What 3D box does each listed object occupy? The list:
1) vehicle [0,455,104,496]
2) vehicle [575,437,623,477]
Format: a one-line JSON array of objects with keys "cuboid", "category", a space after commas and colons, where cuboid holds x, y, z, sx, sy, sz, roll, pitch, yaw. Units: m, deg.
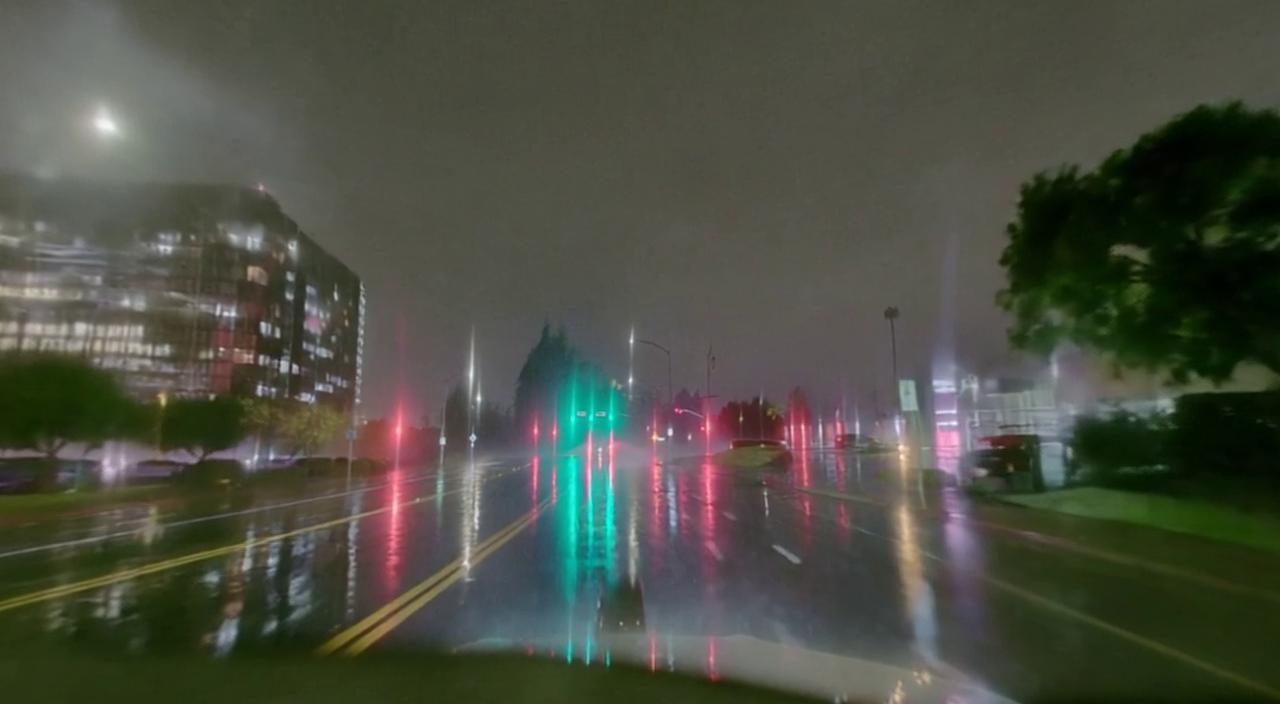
[{"cuboid": [-25.896, 5.198, 26.876, 1.876, 1.503, 4.910, 0, -8, 0], "category": "vehicle"}, {"cuboid": [-2.035, 5.151, 31.371, 2.230, 1.827, 4.298, 0, -8, -4], "category": "vehicle"}]
